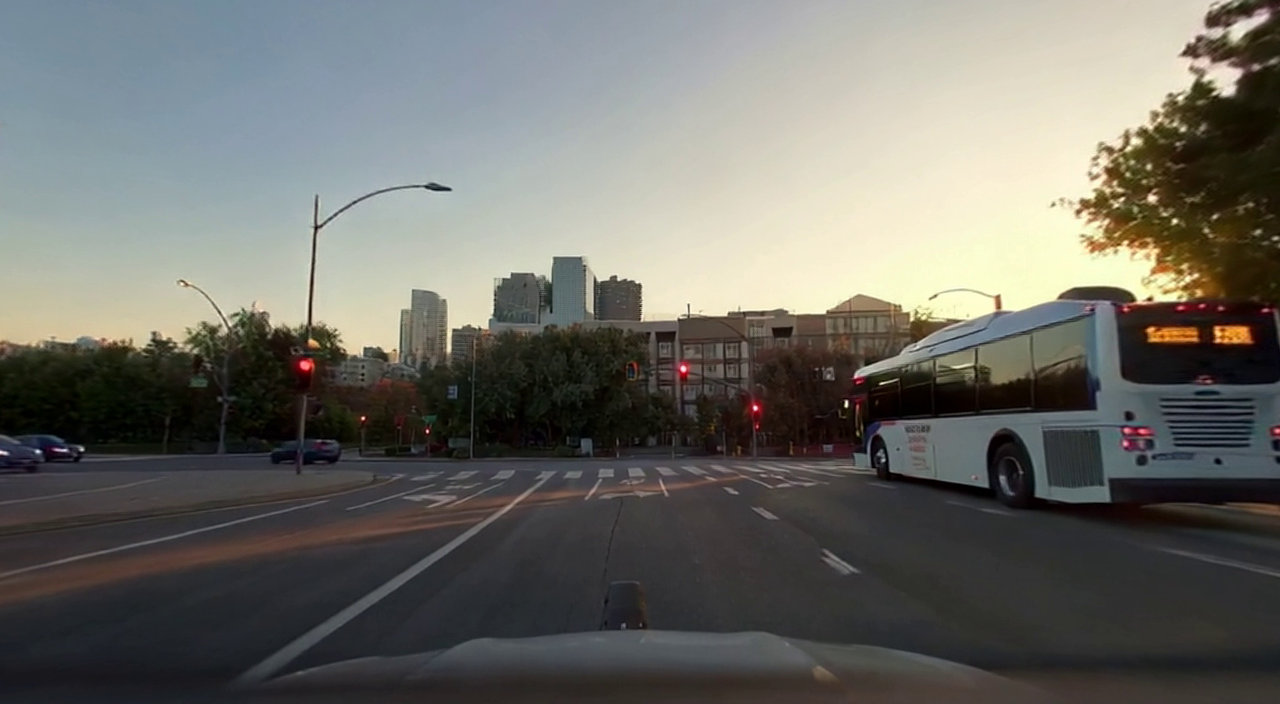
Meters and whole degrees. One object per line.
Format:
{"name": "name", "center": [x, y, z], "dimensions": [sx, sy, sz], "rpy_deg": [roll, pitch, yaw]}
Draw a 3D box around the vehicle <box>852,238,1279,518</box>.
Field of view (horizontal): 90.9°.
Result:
{"name": "vehicle", "center": [8.711, 1.291, 15.662], "dimensions": [2.916, 4.009, 13.397], "rpy_deg": [-1, -8, 3]}
